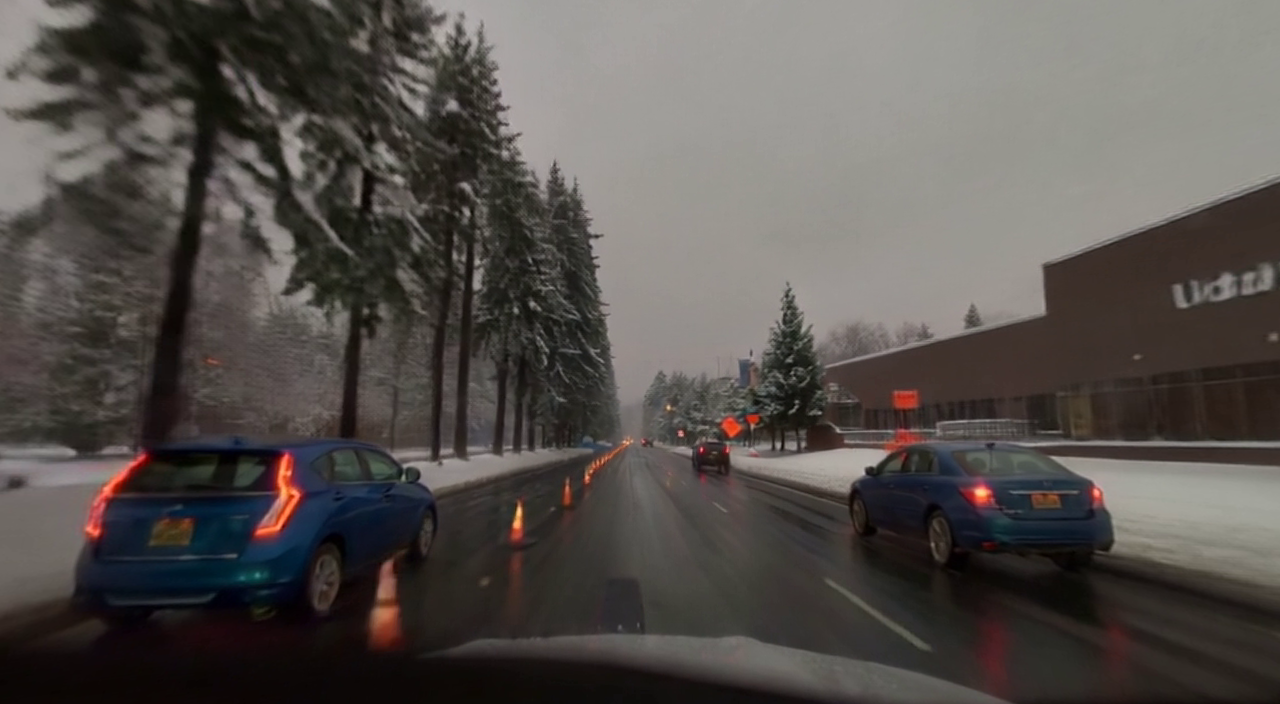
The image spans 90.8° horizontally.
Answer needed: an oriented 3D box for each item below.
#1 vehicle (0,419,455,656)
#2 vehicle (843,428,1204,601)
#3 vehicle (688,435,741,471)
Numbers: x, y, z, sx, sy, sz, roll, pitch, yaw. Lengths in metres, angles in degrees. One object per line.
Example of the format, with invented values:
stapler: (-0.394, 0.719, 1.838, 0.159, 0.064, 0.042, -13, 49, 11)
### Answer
vehicle: (-3.384, 1.475, 6.100, 2.020, 1.474, 4.098, 0, -9, -1)
vehicle: (3.976, 1.704, 7.461, 1.827, 1.491, 3.743, 0, -9, -1)
vehicle: (3.904, 5.424, 34.139, 2.159, 1.793, 4.735, 0, -9, -2)
